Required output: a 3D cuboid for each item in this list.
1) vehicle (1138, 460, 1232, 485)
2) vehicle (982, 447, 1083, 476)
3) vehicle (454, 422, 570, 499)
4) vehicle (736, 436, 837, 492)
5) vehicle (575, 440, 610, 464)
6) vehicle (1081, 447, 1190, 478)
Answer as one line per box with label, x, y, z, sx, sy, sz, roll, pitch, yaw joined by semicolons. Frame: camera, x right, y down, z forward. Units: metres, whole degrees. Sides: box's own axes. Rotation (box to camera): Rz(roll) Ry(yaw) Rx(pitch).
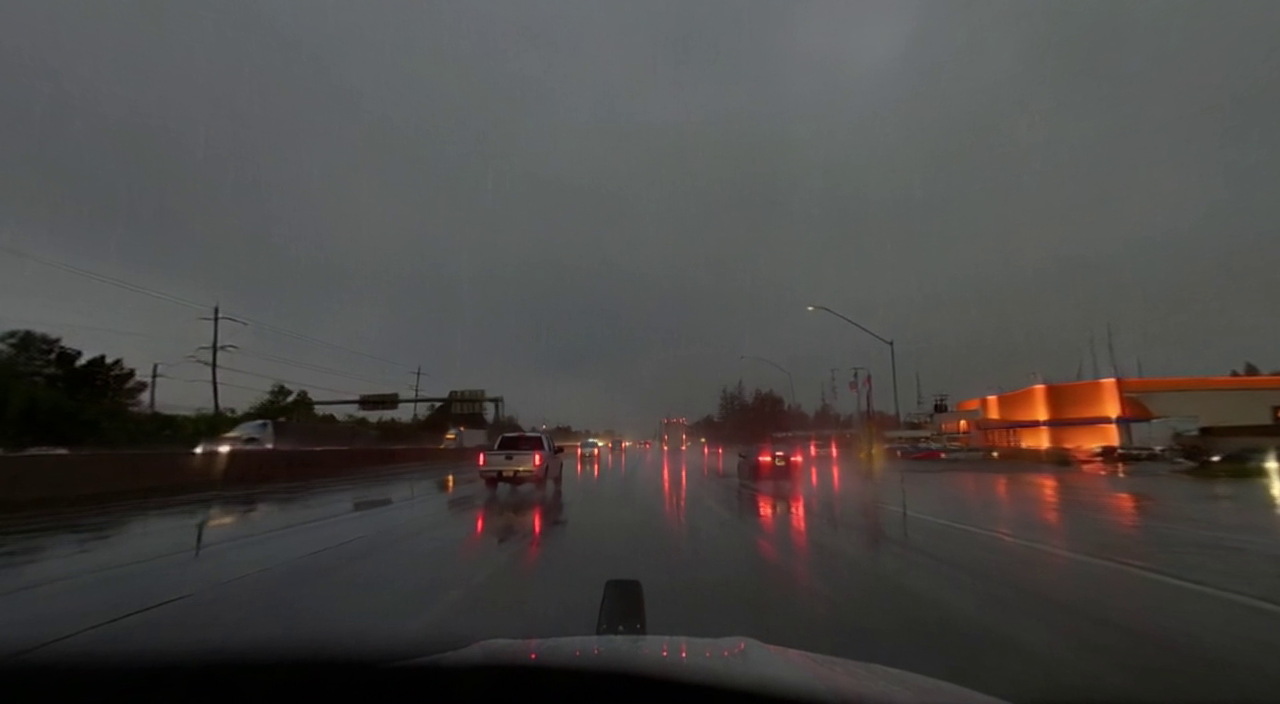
vehicle;35.659;7.894;41.262;4.215;1.501;1.849;-1;-9;6
vehicle;29.099;8.123;46.858;5.824;2.108;2.304;0;-9;2
vehicle;-3.281;2.899;17.167;2.130;1.799;4.583;0;-9;1
vehicle;4.349;3.396;19.429;1.980;1.501;4.433;0;-9;-1
vehicle;-3.117;6.670;42.087;1.929;1.521;4.097;0;-9;1
vehicle;35.545;7.955;45.308;5.651;1.888;2.384;-3;-9;1
